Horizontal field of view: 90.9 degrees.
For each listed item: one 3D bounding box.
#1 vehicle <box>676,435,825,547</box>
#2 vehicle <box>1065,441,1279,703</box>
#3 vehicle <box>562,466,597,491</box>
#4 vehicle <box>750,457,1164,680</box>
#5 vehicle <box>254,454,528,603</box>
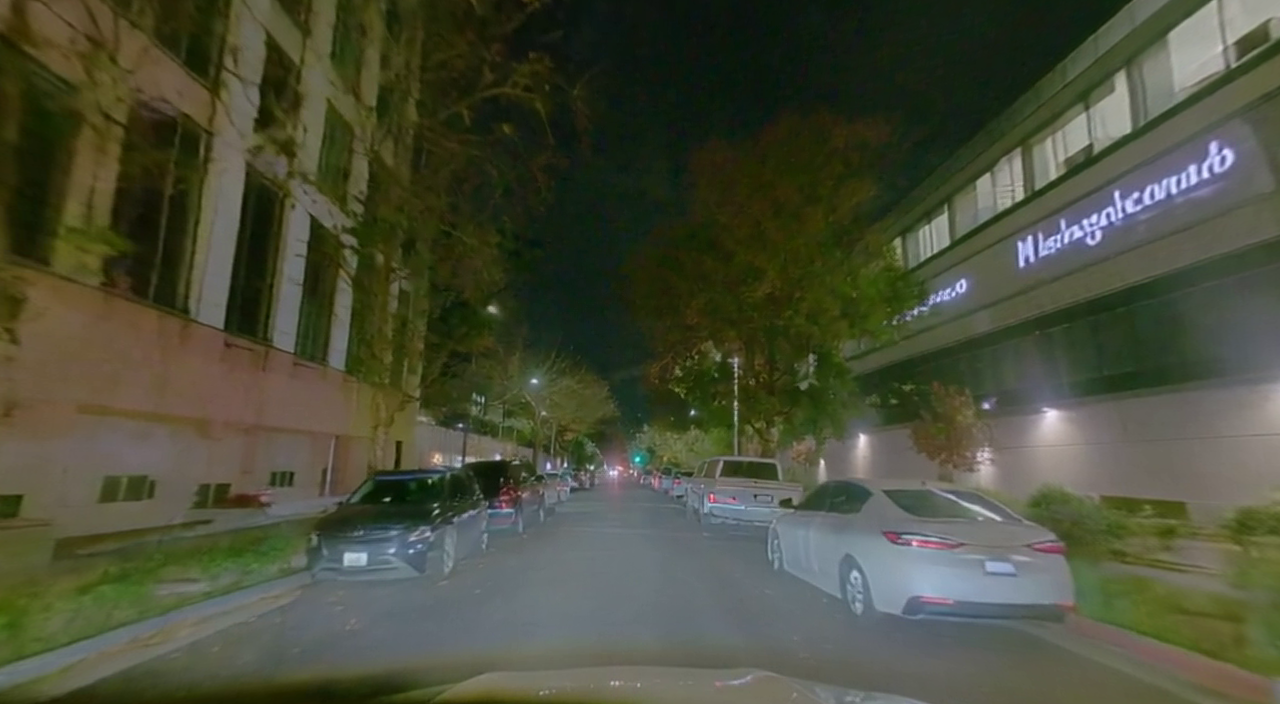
[{"bbox_3d":[2.146,2.975,13.916,2.242,1.972,4.898,1,-11,-2],"label":"vehicle"},{"bbox_3d":[2.935,0.812,0.724,1.889,1.482,4.118,1,-11,-2],"label":"vehicle"},{"bbox_3d":[-3.719,7.881,39.326,2.002,1.460,4.201,1,-11,-3],"label":"vehicle"},{"bbox_3d":[2.592,1.919,6.645,1.815,1.479,4.498,1,-11,-3],"label":"vehicle"},{"bbox_3d":[-2.890,2.196,8.600,2.018,1.461,4.413,1,-11,-2],"label":"vehicle"}]
